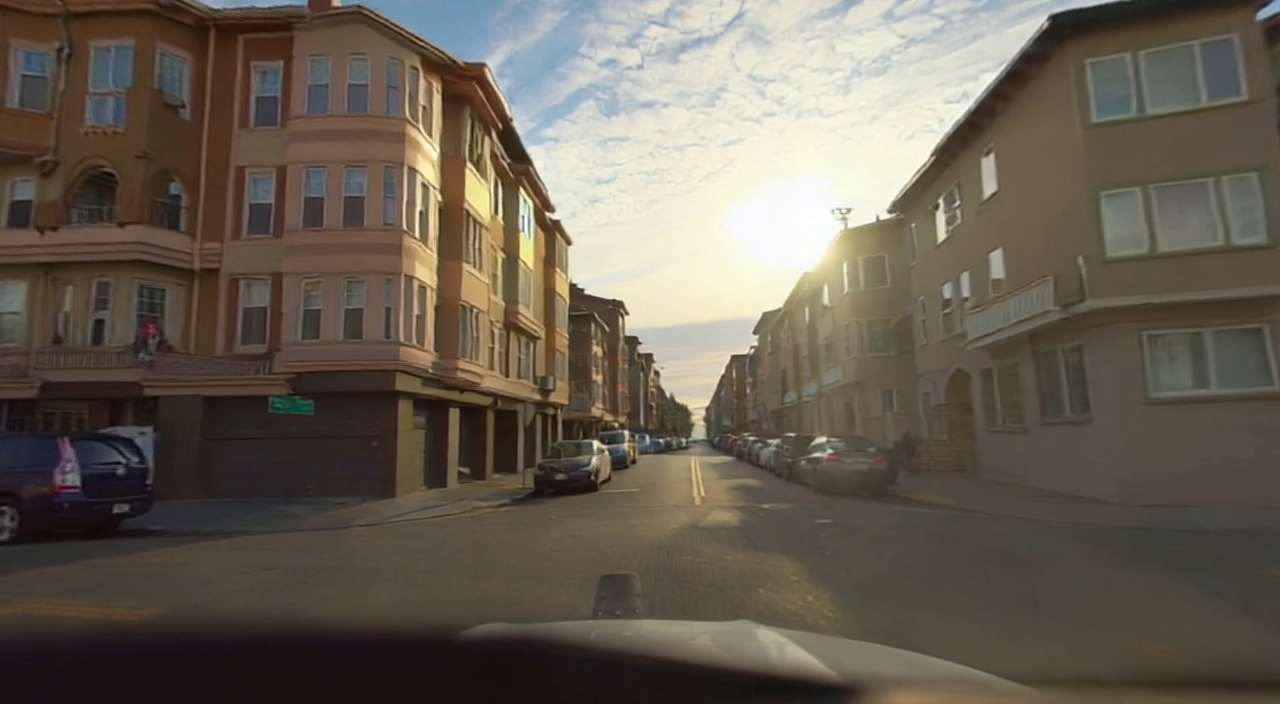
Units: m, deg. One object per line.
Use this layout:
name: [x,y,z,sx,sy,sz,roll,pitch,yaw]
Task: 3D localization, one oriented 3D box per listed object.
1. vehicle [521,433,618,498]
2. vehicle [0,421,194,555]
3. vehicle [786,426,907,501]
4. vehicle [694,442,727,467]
vehicle: [-1.672,2.830,16.188,1.882,1.459,3.518,-1,-8,3]
vehicle: [-9.475,1.857,9.068,4.679,1.631,2.025,-1,-8,6]
vehicle: [4.798,2.611,15.217,1.868,1.544,3.869,-1,-8,4]
vehicle: [5.228,7.542,46.679,2.341,1.675,4.360,-1,-8,6]
